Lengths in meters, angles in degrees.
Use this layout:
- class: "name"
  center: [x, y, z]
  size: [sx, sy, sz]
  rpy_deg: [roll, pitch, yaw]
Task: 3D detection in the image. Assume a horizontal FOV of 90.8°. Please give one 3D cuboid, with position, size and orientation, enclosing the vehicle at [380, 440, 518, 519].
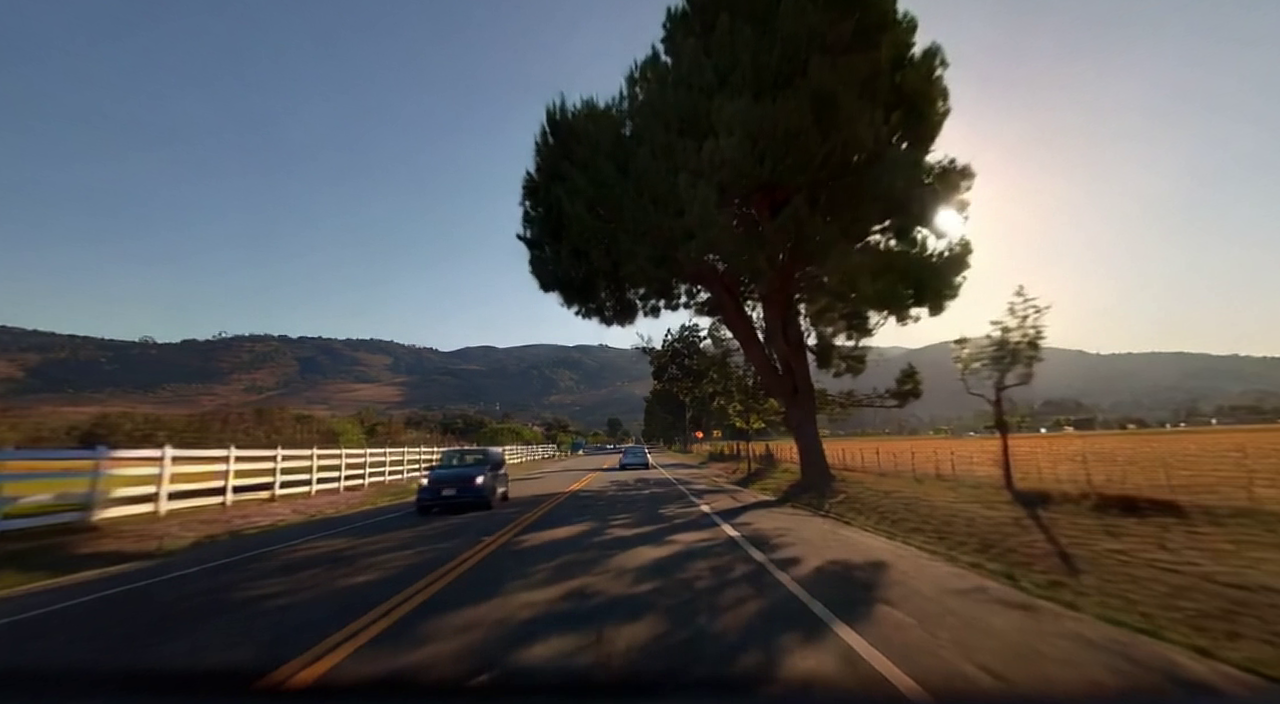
- class: "vehicle"
  center: [-4.310, 2.934, 15.021]
  size: [1.989, 1.600, 3.979]
  rpy_deg: [0, -9, 1]

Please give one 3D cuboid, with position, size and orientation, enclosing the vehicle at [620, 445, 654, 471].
- class: "vehicle"
  center: [-0.232, 7.060, 42.279]
  size: [2.158, 1.669, 4.006]
  rpy_deg: [0, -9, -1]
